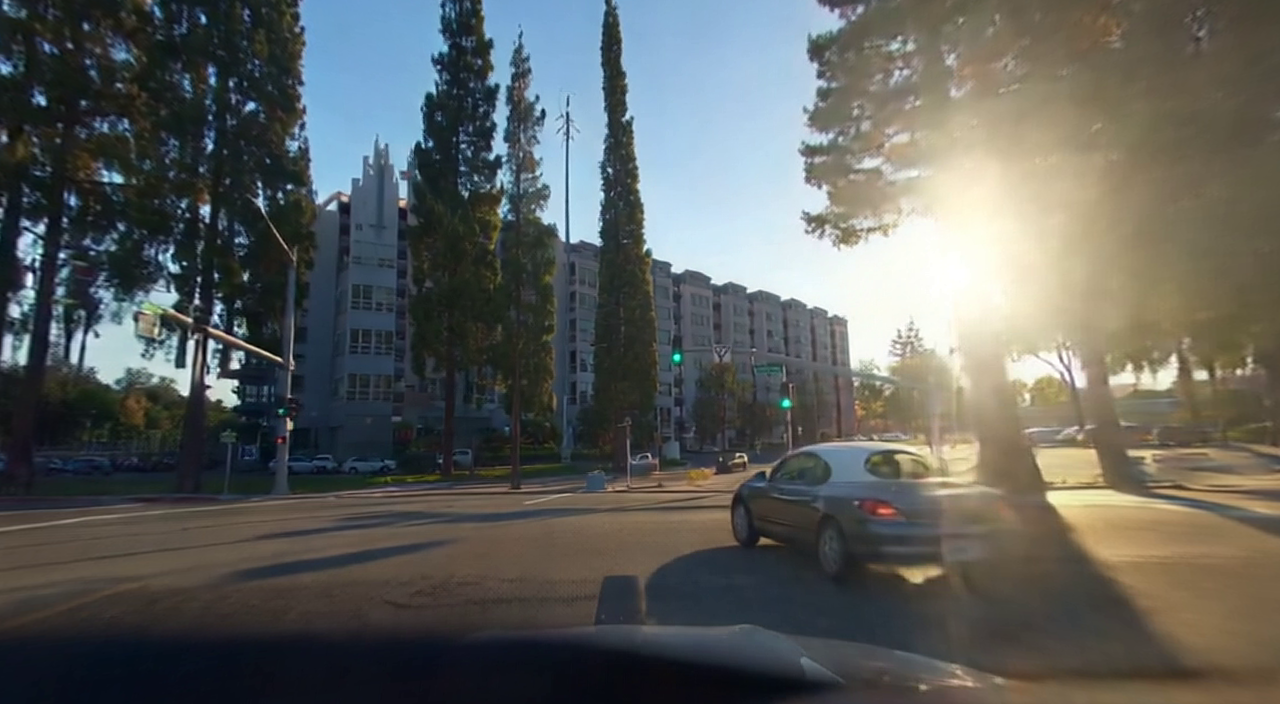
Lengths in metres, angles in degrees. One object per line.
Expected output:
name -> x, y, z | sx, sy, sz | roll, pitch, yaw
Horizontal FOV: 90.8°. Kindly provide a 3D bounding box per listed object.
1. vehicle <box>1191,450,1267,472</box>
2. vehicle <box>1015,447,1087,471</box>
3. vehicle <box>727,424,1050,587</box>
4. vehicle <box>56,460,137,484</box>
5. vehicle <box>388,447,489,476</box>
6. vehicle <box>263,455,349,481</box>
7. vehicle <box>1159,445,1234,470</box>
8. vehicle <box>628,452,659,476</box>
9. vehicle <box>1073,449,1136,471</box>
vehicle -> 38.673, 7.162, 41.572 | 1.664, 1.369, 3.468 | 0, -9, 1
vehicle -> 27.207, 7.099, 42.006 | 2.039, 1.501, 4.231 | 0, -9, 3
vehicle -> 2.754, 1.804, 8.291 | 1.903, 1.529, 4.254 | 2, -9, -10
vehicle -> -35.186, 7.746, 41.026 | 1.709, 1.410, 3.945 | 0, -9, 0
vehicle -> -13.487, 7.354, 42.525 | 6.021, 1.868, 2.172 | 0, -9, 2
vehicle -> -20.570, 7.151, 38.985 | 4.207, 1.508, 1.875 | -1, -9, 4
vehicle -> 36.074, 6.865, 41.038 | 1.649, 1.463, 3.507 | -1, -12, 2
vehicle -> 0.189, 7.611, 43.077 | 2.024, 1.489, 4.613 | 0, -9, -1
vehicle -> 30.364, 7.064, 41.429 | 1.746, 1.391, 3.360 | -1, -9, 5
